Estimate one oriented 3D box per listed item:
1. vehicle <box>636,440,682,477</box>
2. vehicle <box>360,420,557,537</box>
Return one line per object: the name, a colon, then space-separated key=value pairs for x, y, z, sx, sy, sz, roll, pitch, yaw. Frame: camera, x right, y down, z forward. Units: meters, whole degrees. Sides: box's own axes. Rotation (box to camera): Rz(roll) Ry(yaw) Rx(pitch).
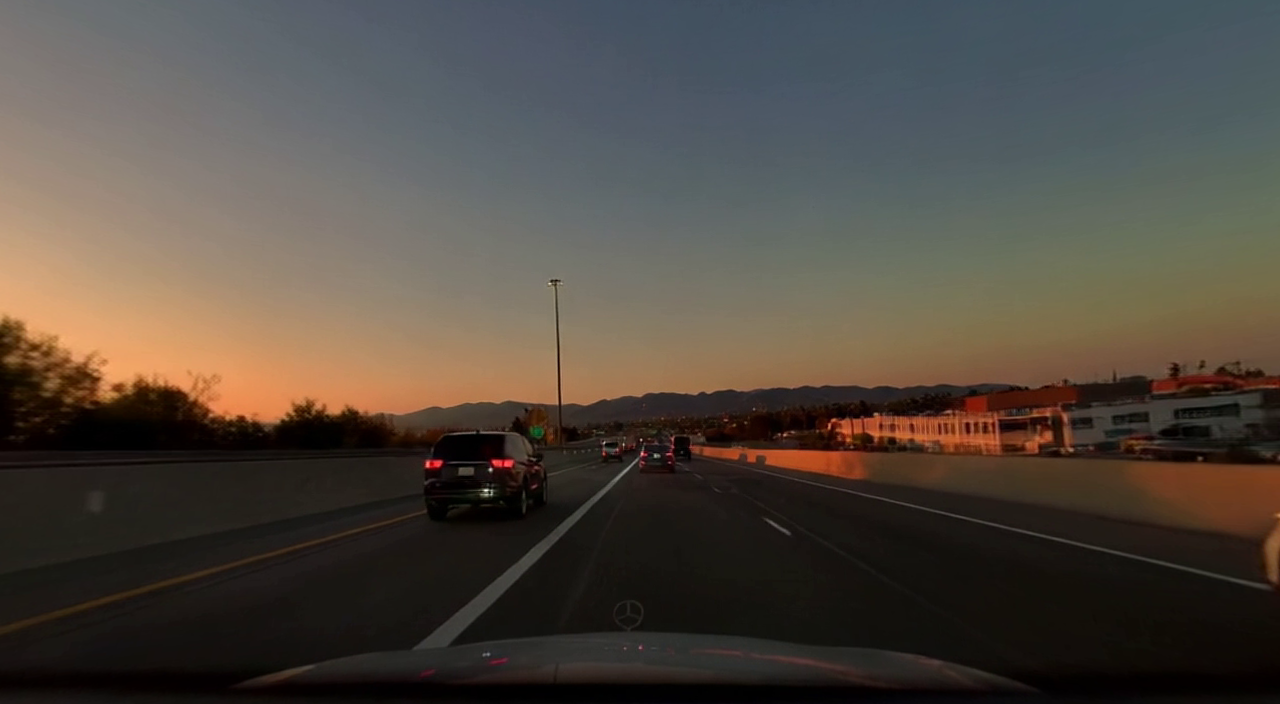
vehicle: x=0.840 y=4.916 z=29.303 sx=2.000 sy=1.558 sz=3.945 roll=0 pitch=-8 yaw=0
vehicle: x=-3.075 y=2.276 z=11.980 sx=2.239 sy=1.761 sz=4.620 roll=0 pitch=-8 yaw=2
